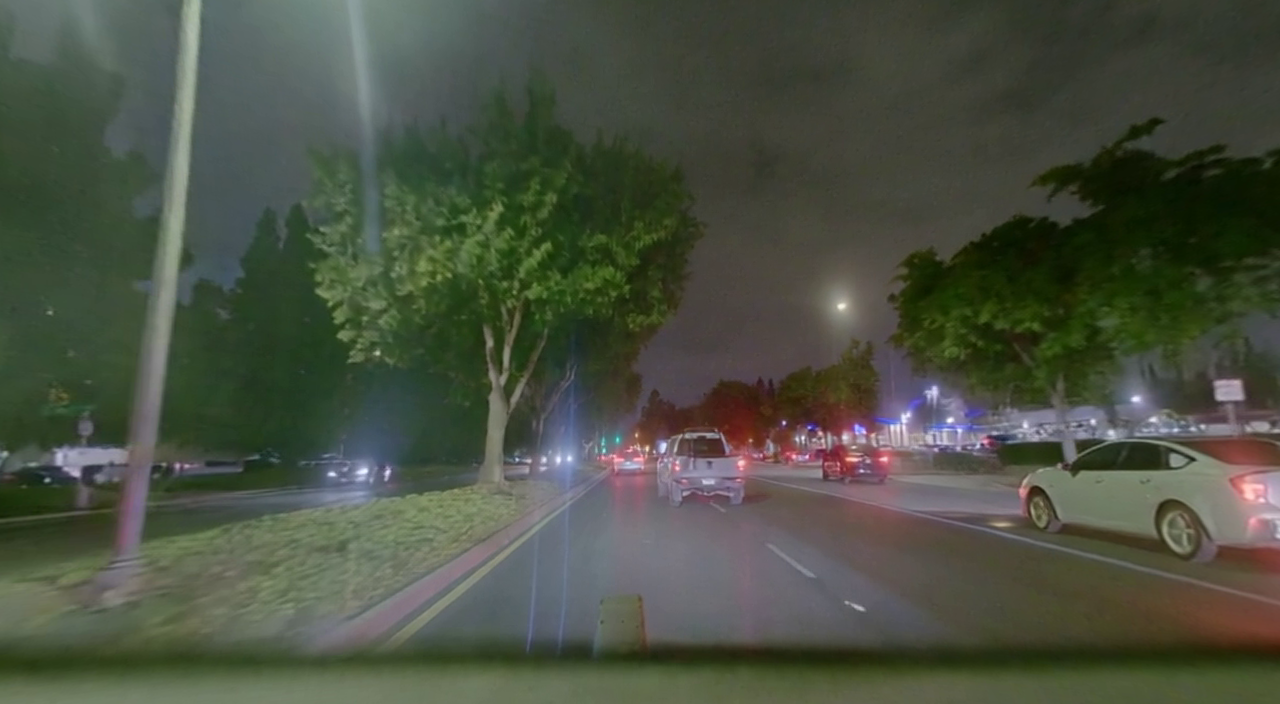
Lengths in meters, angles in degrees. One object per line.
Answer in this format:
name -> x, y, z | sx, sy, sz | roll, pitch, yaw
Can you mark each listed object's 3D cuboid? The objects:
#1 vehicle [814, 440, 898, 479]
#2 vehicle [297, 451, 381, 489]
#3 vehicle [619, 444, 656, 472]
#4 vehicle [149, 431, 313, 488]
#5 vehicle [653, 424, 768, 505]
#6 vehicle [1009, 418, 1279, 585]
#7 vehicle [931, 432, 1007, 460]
vehicle -> 9.165, 4.590, 27.200 | 1.894, 1.517, 4.419 | 0, -9, -2
vehicle -> -16.154, 6.311, 34.257 | 2.124, 1.802, 5.097 | 0, -8, -1
vehicle -> -0.175, 6.230, 37.255 | 2.050, 1.504, 4.024 | 0, -9, -1
vehicle -> -26.356, 6.965, 41.100 | 8.231, 3.396, 3.340 | -1, -10, 1
vehicle -> 1.717, 3.017, 17.385 | 2.300, 1.870, 4.936 | 0, -9, -3
vehicle -> 6.720, 1.622, 7.512 | 1.994, 1.488, 4.313 | 0, -9, -1
vehicle -> 20.219, 5.840, 39.077 | 2.109, 1.592, 4.481 | 0, -9, -2
